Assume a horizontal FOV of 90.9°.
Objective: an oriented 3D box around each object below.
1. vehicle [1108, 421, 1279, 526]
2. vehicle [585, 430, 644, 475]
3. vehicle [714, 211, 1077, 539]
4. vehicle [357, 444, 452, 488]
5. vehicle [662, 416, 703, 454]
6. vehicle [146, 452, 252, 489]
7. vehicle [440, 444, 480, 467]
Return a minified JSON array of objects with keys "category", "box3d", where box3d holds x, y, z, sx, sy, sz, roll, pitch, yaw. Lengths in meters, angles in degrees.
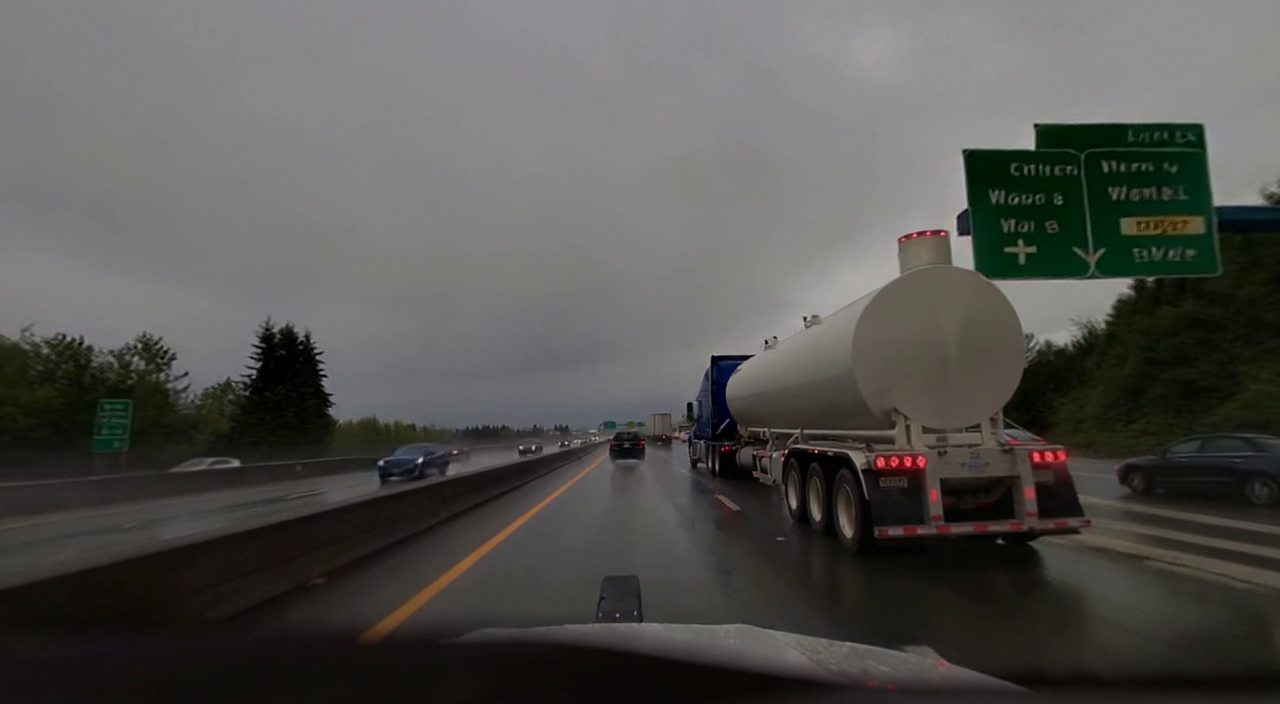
[{"category":"vehicle","box3d":[9.841,1.857,9.982,1.739,1.471,3.889,0,-8,-2]},{"category":"vehicle","box3d":[-0.880,3.677,23.309,2.000,1.510,3.518,0,-8,0]},{"category":"vehicle","box3d":[3.512,0.829,12.091,2.826,3.905,9.262,0,-8,-1]},{"category":"vehicle","box3d":[-8.898,4.303,24.304,1.894,1.483,4.624,0,-8,0]},{"category":"vehicle","box3d":[3.166,6.319,47.945,2.475,2.782,4.986,0,-8,-3]},{"category":"vehicle","box3d":[-20.036,5.370,28.907,1.880,1.476,4.282,0,-8,-2]},{"category":"vehicle","box3d":[-13.164,7.566,46.343,1.905,1.541,4.030,0,-8,-3]}]
